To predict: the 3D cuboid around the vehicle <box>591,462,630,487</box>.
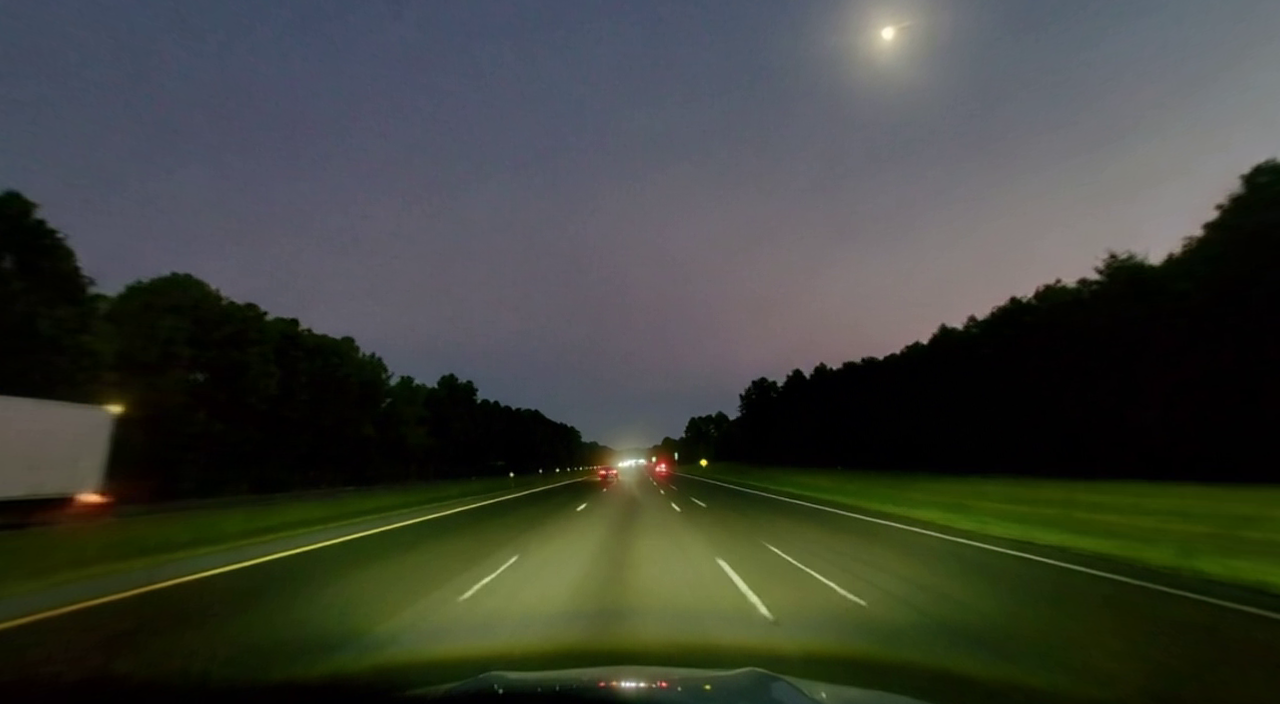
[{"bbox_3d":[-1.768,7.693,39.730,2.183,1.435,4.653,0,-10,0],"label":"vehicle"}]
